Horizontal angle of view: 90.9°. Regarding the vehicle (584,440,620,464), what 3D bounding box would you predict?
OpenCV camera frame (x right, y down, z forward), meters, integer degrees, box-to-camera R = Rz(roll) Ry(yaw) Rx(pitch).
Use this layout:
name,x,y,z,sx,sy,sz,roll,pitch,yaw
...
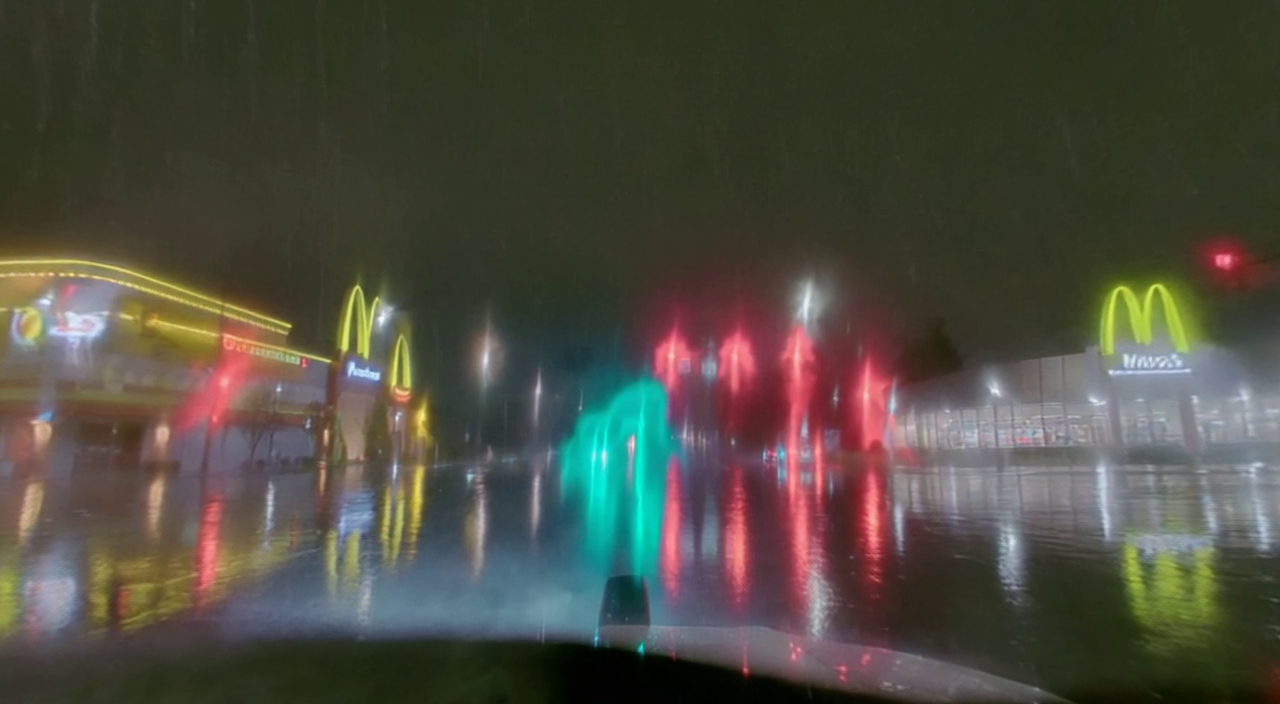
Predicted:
name,x,y,z,sx,sy,sz,roll,pitch,yaw
vehicle,-2.496,6.646,42.030,2.104,1.468,4.195,0,-8,1
